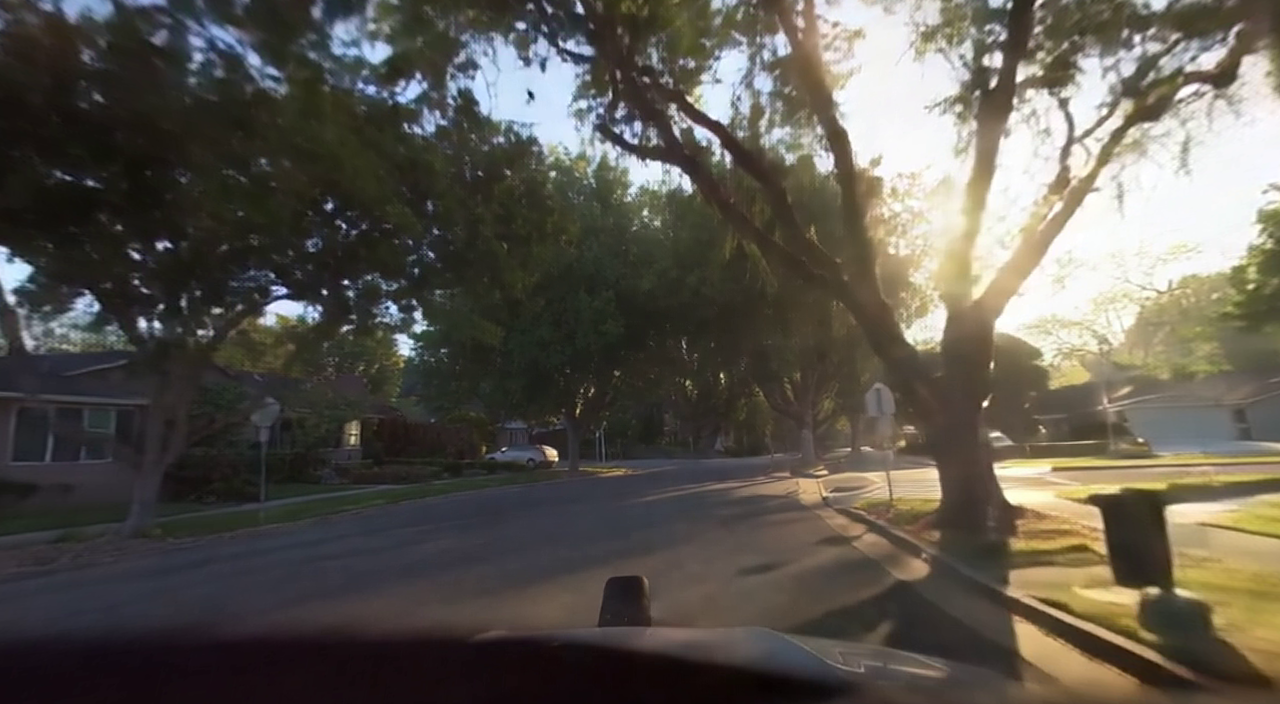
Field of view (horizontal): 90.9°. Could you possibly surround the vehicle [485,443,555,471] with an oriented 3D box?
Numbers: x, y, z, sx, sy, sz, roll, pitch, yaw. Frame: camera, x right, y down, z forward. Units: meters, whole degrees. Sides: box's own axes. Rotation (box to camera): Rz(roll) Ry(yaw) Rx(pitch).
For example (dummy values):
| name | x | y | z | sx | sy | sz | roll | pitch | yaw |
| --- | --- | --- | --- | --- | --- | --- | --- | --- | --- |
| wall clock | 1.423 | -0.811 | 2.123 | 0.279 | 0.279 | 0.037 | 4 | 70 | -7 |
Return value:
| name | x | y | z | sx | sy | sz | roll | pitch | yaw |
| --- | --- | --- | --- | --- | --- | --- | --- | --- | --- |
| vehicle | -7.617 | 6.702 | 40.304 | 4.252 | 1.681 | 1.854 | 1 | -8 | -8 |
